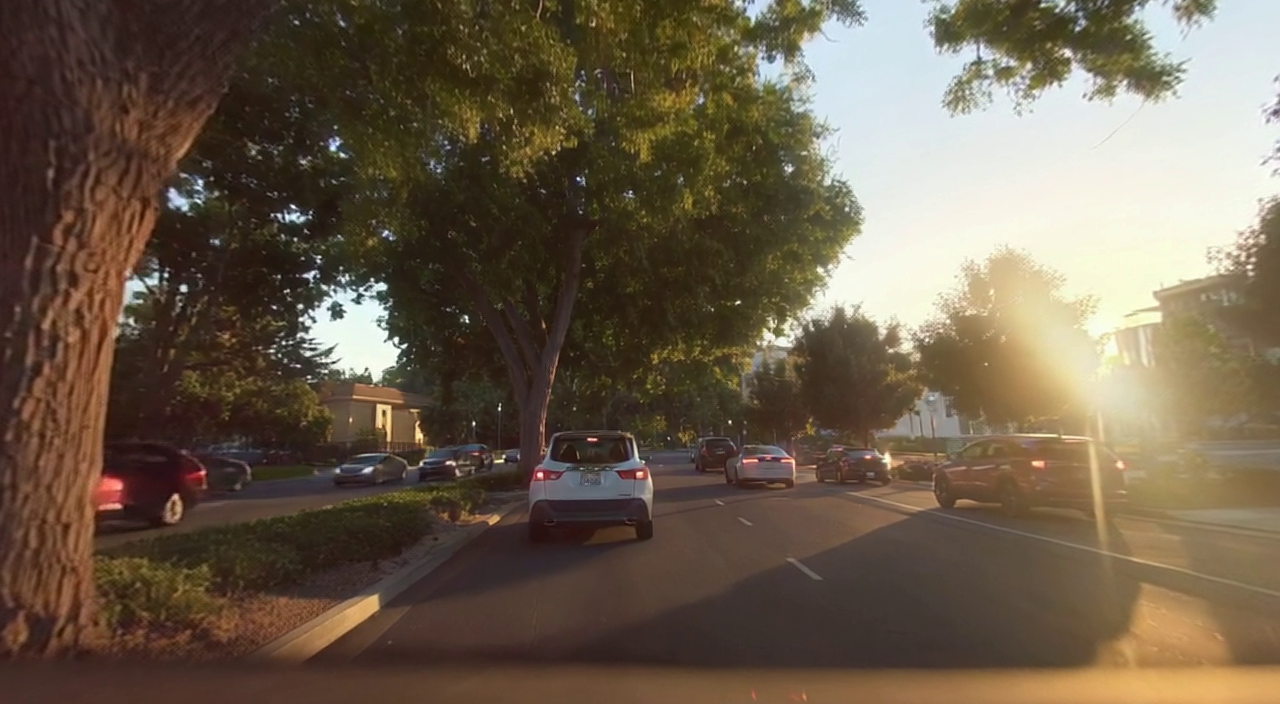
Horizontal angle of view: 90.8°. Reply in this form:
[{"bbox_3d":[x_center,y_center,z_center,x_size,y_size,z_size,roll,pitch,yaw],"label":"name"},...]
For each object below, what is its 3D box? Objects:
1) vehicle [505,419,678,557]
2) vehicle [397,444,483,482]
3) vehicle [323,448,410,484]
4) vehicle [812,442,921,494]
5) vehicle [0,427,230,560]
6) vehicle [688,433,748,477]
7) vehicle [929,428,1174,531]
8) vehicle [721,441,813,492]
[{"bbox_3d":[-0.728,1.934,9.639,2.106,1.655,3.717,1,-8,-5],"label":"vehicle"},{"bbox_3d":[-8.284,4.617,26.640,2.039,1.466,4.553,0,-8,1],"label":"vehicle"},{"bbox_3d":[-11.926,4.991,27.947,1.866,1.404,4.507,0,-8,0],"label":"vehicle"},{"bbox_3d":[7.242,3.736,20.760,1.977,1.485,4.308,0,-8,0],"label":"vehicle"},{"bbox_3d":[-8.879,2.091,10.074,1.920,1.663,4.036,0,-8,0],"label":"vehicle"},{"bbox_3d":[3.516,4.709,29.224,2.114,1.846,4.659,0,-8,-1],"label":"vehicle"},{"bbox_3d":[7.866,2.449,12.757,2.168,1.709,4.289,0,-8,2],"label":"vehicle"},{"bbox_3d":[3.993,3.675,20.757,2.175,1.477,4.520,0,-8,1],"label":"vehicle"}]
